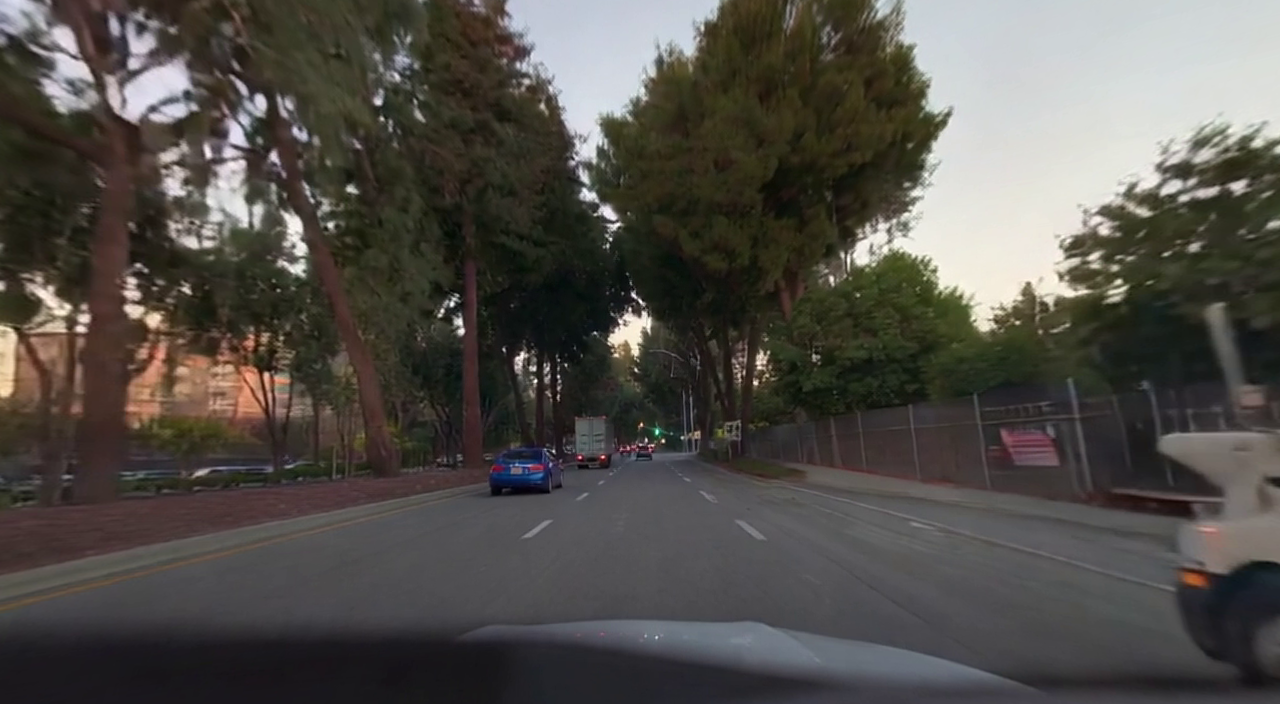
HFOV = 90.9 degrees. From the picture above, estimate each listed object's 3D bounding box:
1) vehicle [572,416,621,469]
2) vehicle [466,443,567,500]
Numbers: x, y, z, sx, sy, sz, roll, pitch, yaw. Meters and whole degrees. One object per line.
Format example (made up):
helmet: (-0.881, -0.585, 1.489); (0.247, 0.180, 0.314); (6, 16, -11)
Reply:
vehicle: (-2.901, 6.376, 44.263); (2.746, 3.276, 8.572); (0, -9, 1)
vehicle: (-3.474, 3.459, 18.643); (2.005, 1.462, 4.345); (0, -9, 2)
